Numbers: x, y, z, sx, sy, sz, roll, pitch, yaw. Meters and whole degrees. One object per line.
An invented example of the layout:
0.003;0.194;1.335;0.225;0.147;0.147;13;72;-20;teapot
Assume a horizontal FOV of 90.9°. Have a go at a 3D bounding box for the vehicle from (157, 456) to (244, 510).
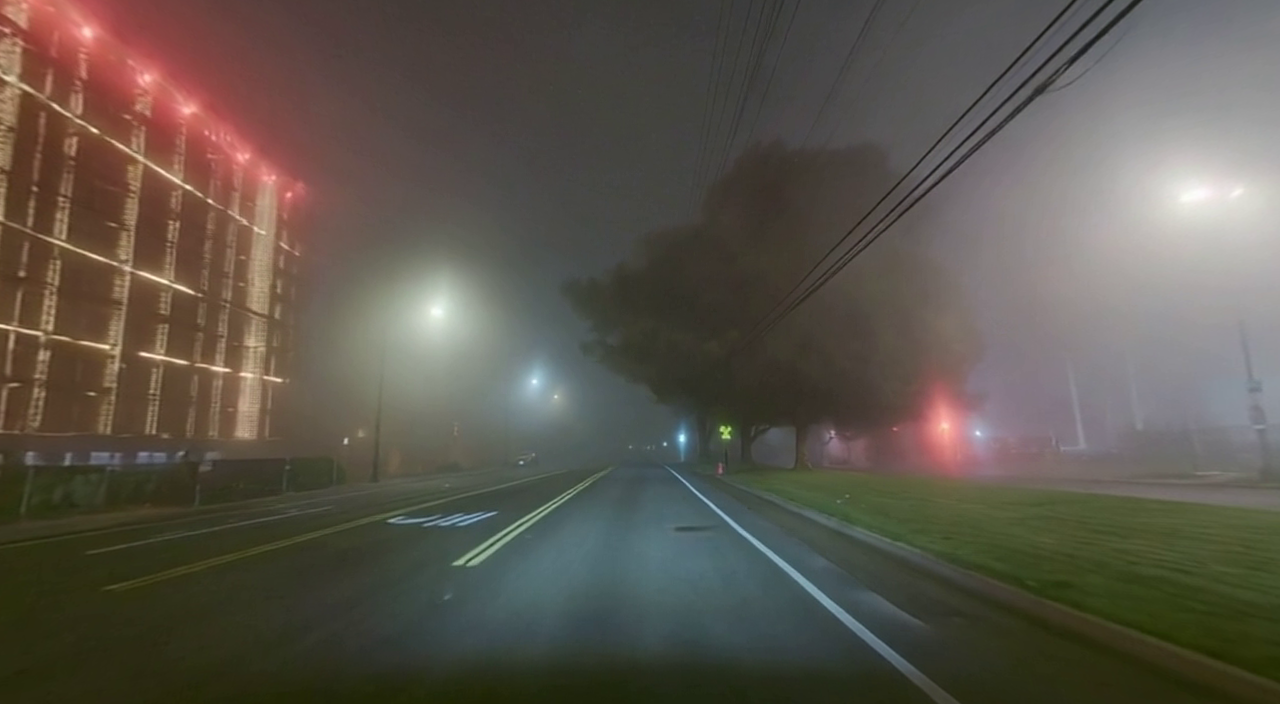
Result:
-15.851;4.675;22.997;2.002;1.683;4.664;4;-10;-28;vehicle
